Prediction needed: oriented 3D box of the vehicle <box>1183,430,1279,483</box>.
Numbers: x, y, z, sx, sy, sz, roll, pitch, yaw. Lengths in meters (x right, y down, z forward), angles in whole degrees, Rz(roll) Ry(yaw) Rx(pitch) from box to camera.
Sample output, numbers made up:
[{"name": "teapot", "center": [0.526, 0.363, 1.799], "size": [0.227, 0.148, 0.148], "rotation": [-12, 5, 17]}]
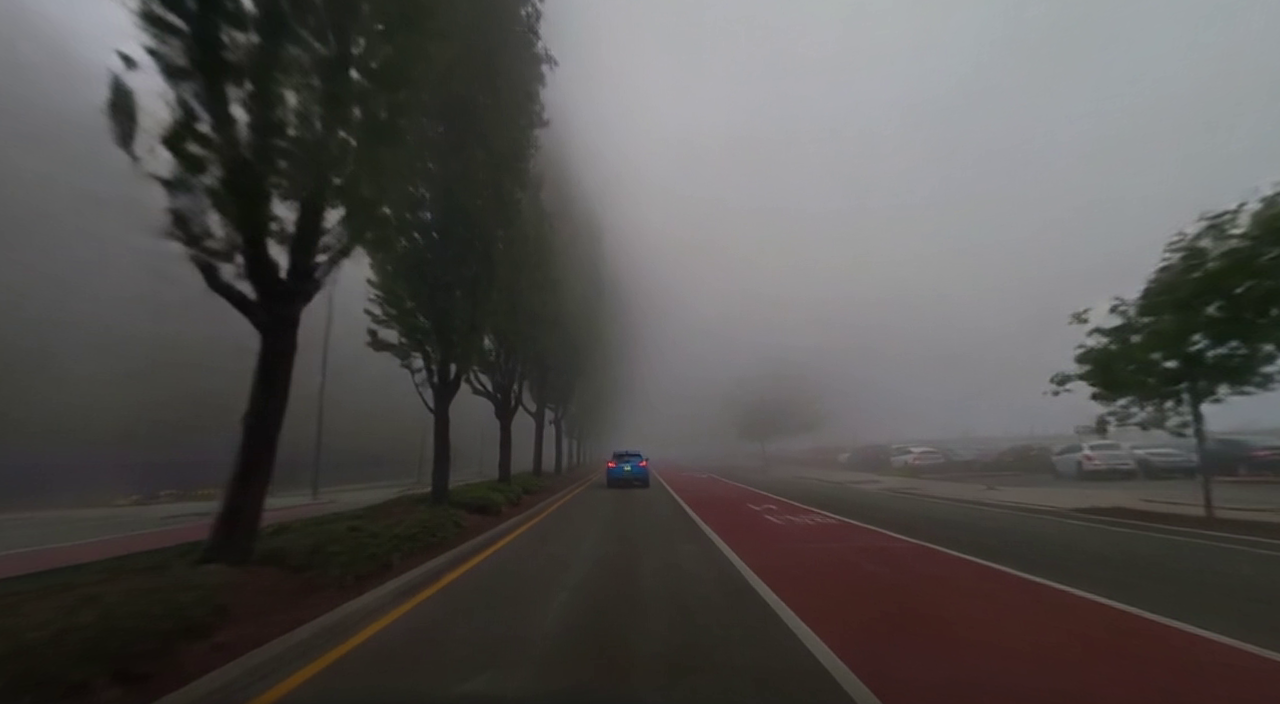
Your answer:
[{"name": "vehicle", "center": [19.728, 3.264, 19.784], "size": [1.838, 1.539, 3.740], "rotation": [0, -9, -4]}]

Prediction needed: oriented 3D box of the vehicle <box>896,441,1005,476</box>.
[{"name": "vehicle", "center": [14.360, 4.914, 29.306], "size": [4.003, 1.476, 1.884], "rotation": [-2, -8, 2]}]

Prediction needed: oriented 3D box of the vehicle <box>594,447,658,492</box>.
[{"name": "vehicle", "center": [-0.538, 4.119, 22.447], "size": [2.063, 1.442, 4.135], "rotation": [0, -9, -2]}]

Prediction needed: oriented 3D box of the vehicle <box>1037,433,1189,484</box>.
[{"name": "vehicle", "center": [15.183, 3.438, 20.522], "size": [1.913, 1.470, 3.714], "rotation": [0, -9, -3]}]
